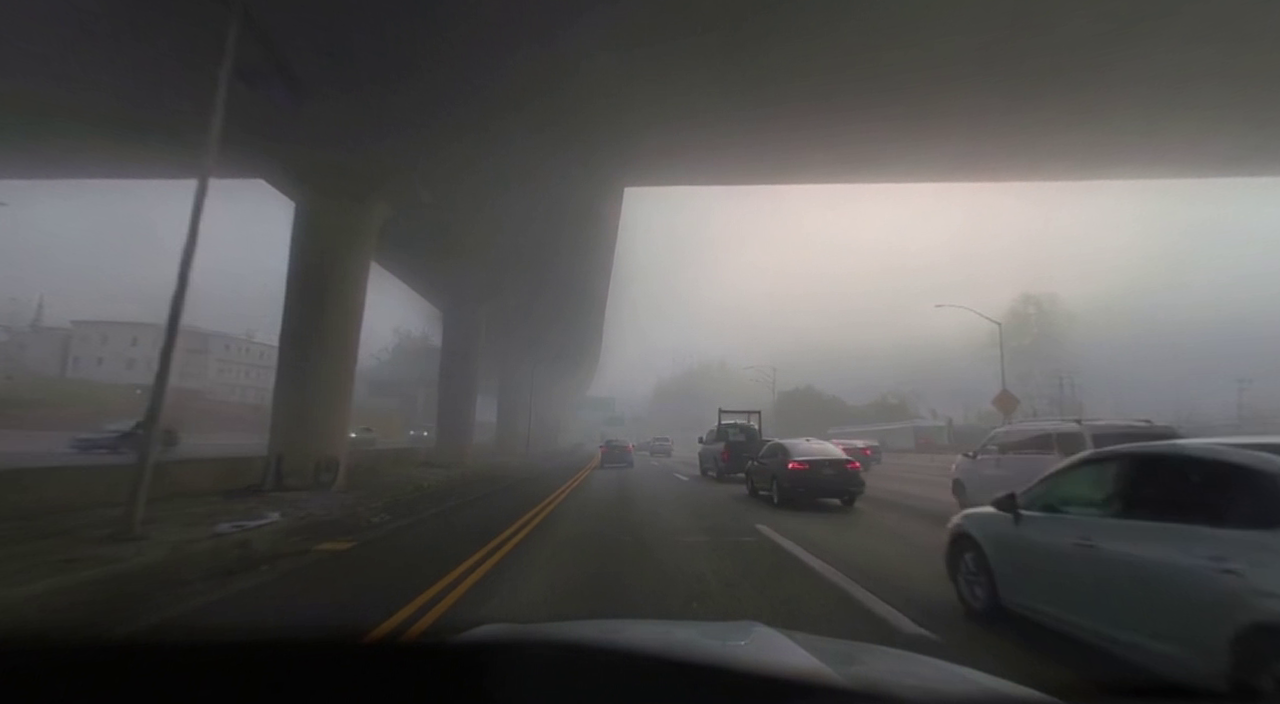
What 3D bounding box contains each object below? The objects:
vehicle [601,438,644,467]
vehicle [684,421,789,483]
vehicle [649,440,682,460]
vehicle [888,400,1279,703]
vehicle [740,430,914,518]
[{"bbox_3d":[-0.991,5.598,35.392,2.266,1.549,3.978,0,-8,-2],"label":"vehicle"},{"bbox_3d":[3.512,3.895,24.931,2.747,2.061,7.011,0,-8,-3],"label":"vehicle"},{"bbox_3d":[1.942,7.619,49.322,2.057,1.517,4.538,0,-8,-4],"label":"vehicle"},{"bbox_3d":[3.483,1.115,3.798,2.074,1.455,4.646,0,-8,0],"label":"vehicle"},{"bbox_3d":[3.633,2.476,13.443,2.048,1.497,4.952,0,-8,-2],"label":"vehicle"}]
